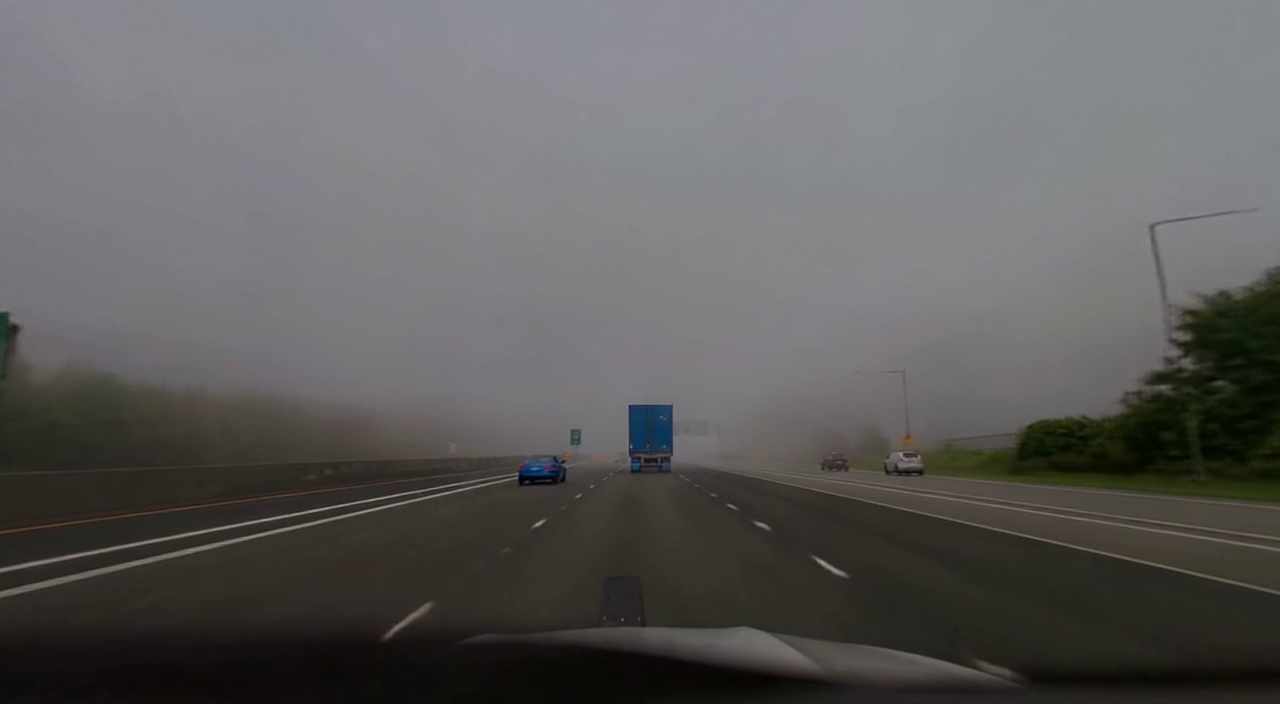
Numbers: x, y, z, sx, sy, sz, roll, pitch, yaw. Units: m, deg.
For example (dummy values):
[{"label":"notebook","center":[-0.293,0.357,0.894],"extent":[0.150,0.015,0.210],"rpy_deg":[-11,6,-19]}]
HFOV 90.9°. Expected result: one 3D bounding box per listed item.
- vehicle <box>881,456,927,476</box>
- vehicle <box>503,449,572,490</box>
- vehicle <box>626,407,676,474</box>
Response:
[{"label":"vehicle","center":[20.247,8.706,48.431],"extent":[1.857,1.407,3.719],"rpy_deg":[0,-9,0]},{"label":"vehicle","center":[-3.959,4.598,25.099],"extent":[1.931,1.466,4.458],"rpy_deg":[0,-9,1]},{"label":"vehicle","center":[0.790,6.222,43.793],"extent":[3.022,4.072,10.318],"rpy_deg":[0,-9,1]}]
